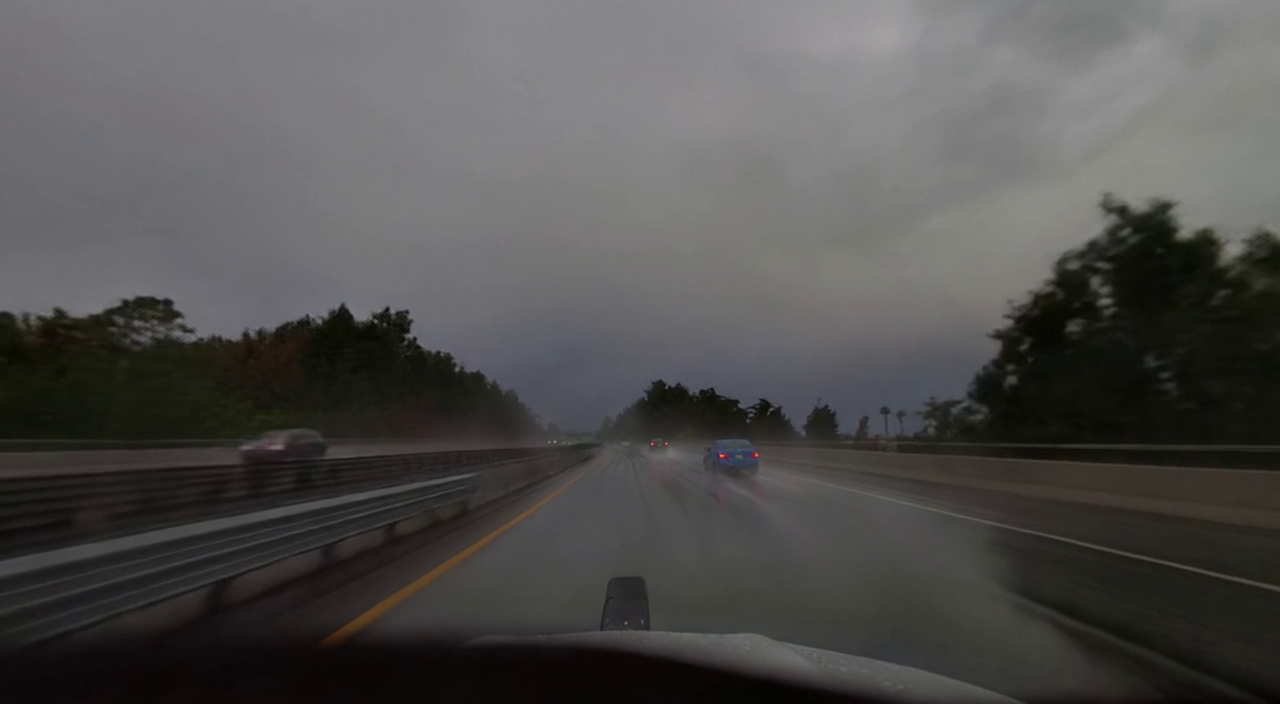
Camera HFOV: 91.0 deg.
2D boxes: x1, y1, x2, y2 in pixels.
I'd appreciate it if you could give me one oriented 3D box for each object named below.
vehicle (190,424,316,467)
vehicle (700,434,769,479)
[{"bbox_3d":[-16.648,4.052,27.434,2.184,1.667,5.019,-1,-8,2],"label":"vehicle"},{"bbox_3d":[3.429,3.879,23.598,1.945,1.538,3.729,0,-8,-1],"label":"vehicle"}]
